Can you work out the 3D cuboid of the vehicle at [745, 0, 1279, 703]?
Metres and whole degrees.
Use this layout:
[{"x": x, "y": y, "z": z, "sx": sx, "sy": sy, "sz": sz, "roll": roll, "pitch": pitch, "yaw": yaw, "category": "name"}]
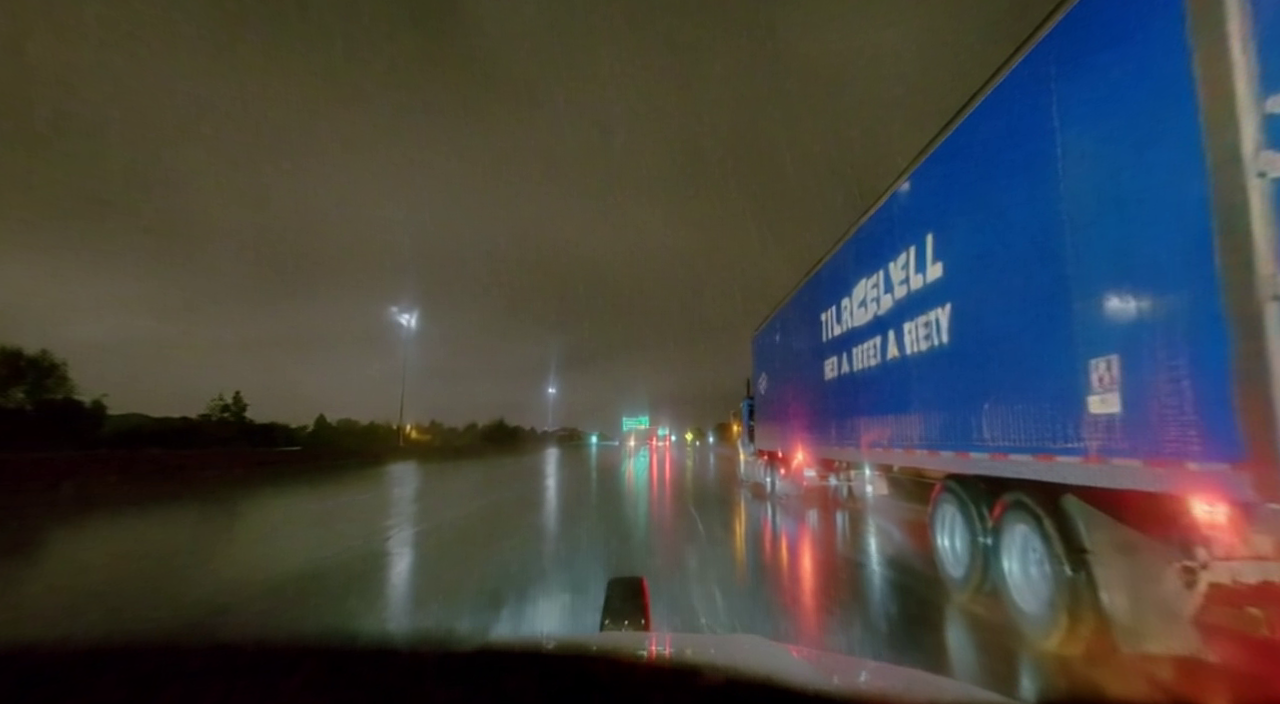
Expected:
[{"x": 4.204, "y": 0.727, "z": 9.392, "sx": 3.006, "sy": 4.093, "sz": 14.142, "roll": 0, "pitch": -8, "yaw": 1, "category": "vehicle"}]
